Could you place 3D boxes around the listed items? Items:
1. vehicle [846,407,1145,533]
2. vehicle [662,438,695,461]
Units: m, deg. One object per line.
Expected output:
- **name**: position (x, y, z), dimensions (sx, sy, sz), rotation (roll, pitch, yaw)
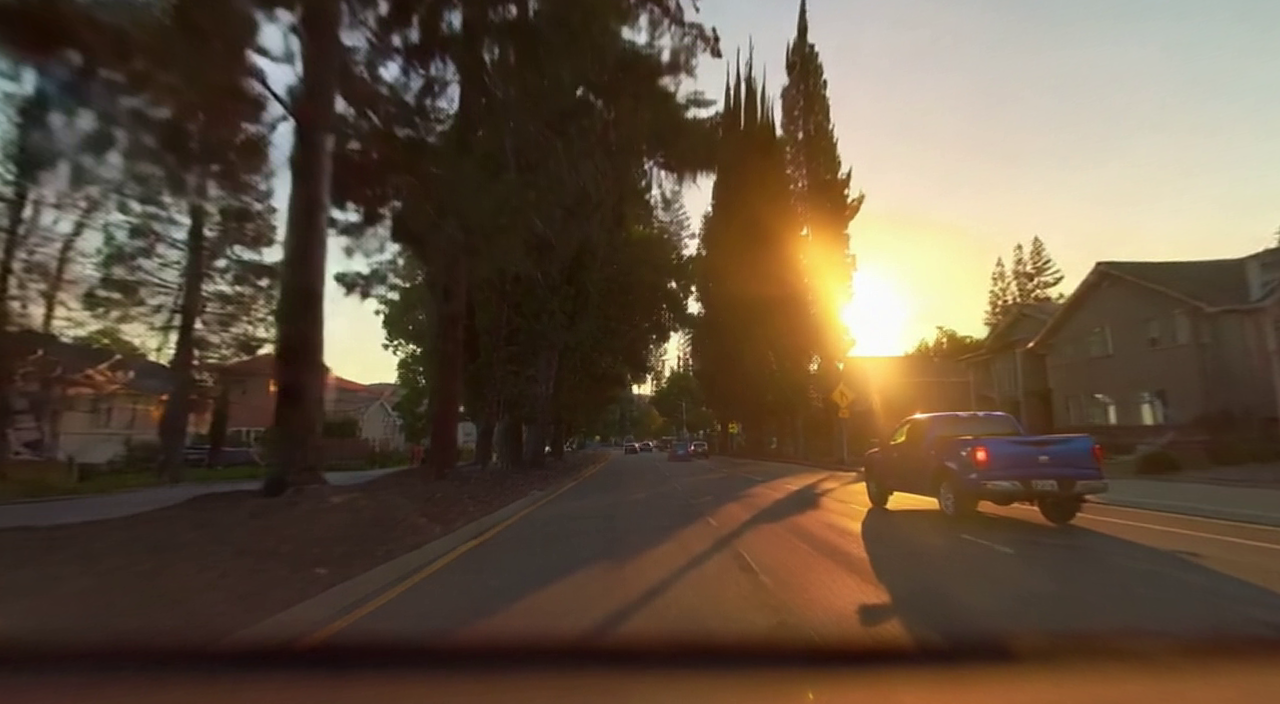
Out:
- **vehicle**: position (5.978, 2.083, 11.820), dimensions (2.262, 1.769, 5.666), rotation (0, -8, 0)
- **vehicle**: position (2.819, 7.246, 46.984), dimensions (2.061, 1.632, 4.222), rotation (0, -8, -1)
